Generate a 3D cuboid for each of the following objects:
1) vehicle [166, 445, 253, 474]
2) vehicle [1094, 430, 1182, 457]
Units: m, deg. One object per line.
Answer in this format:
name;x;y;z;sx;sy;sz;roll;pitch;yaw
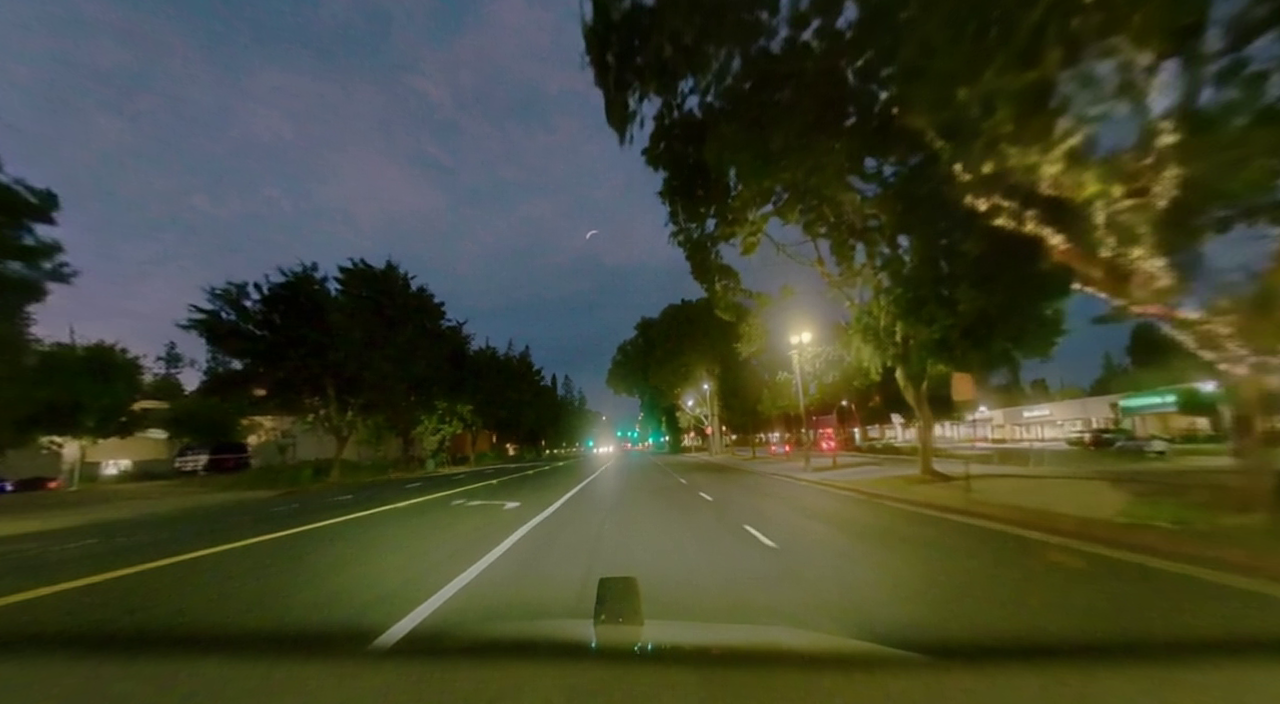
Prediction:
vehicle;-23.824;5.934;35.017;3.548;1.544;1.641;0;-8;1
vehicle;33.938;6.240;43.206;1.999;1.674;4.627;-2;-8;-4
